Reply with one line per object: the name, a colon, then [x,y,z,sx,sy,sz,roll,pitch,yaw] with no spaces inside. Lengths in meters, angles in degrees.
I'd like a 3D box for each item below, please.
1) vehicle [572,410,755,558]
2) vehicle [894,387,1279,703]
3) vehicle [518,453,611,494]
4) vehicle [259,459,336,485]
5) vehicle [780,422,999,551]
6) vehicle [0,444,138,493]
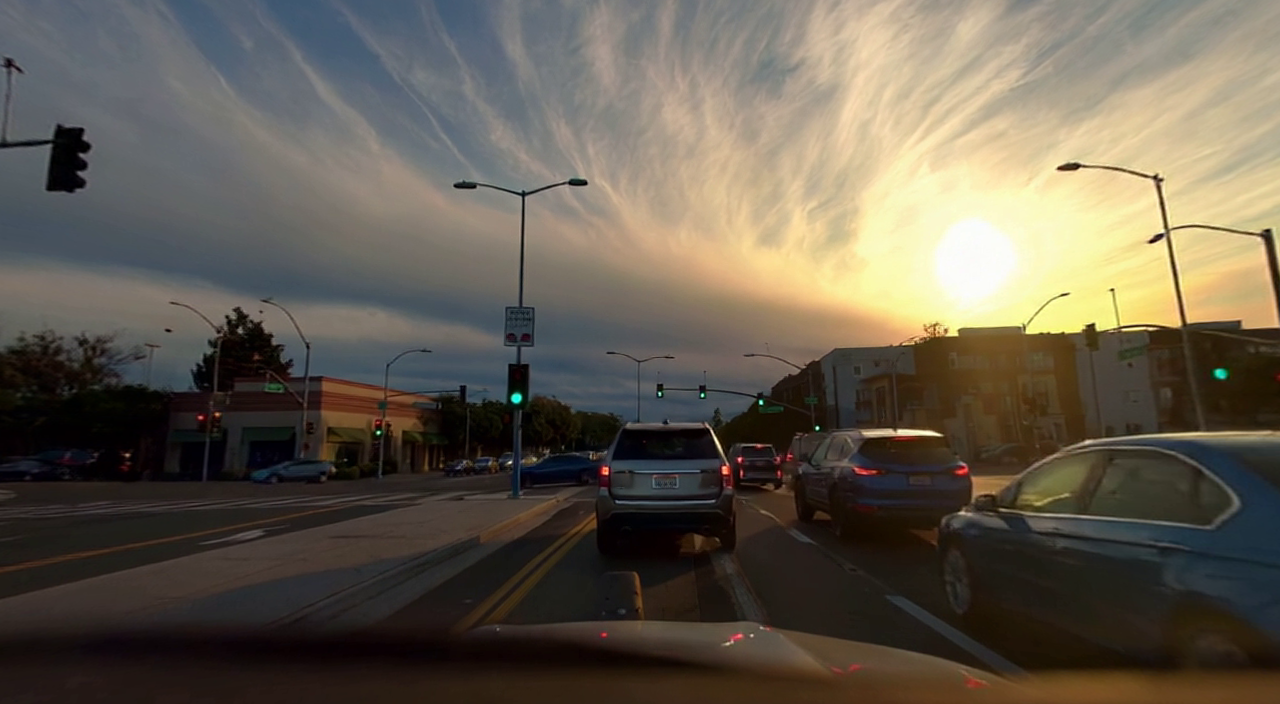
vehicle: [0.332,1.997,10.233,2.292,1.840,4.394,0,-9,1]
vehicle: [3.313,1.077,3.455,2.056,1.516,4.776,-1,-9,3]
vehicle: [-3.082,4.760,24.949,1.885,1.430,4.447,5,-12,-32]
vehicle: [-22.004,7.704,40.663,3.981,1.477,1.872,7,-11,-38]
vehicle: [3.812,2.126,10.645,2.018,1.701,4.288,0,-9,1]
vehicle: [-24.863,4.917,26.842,5.062,1.946,2.243,0,-9,-1]
